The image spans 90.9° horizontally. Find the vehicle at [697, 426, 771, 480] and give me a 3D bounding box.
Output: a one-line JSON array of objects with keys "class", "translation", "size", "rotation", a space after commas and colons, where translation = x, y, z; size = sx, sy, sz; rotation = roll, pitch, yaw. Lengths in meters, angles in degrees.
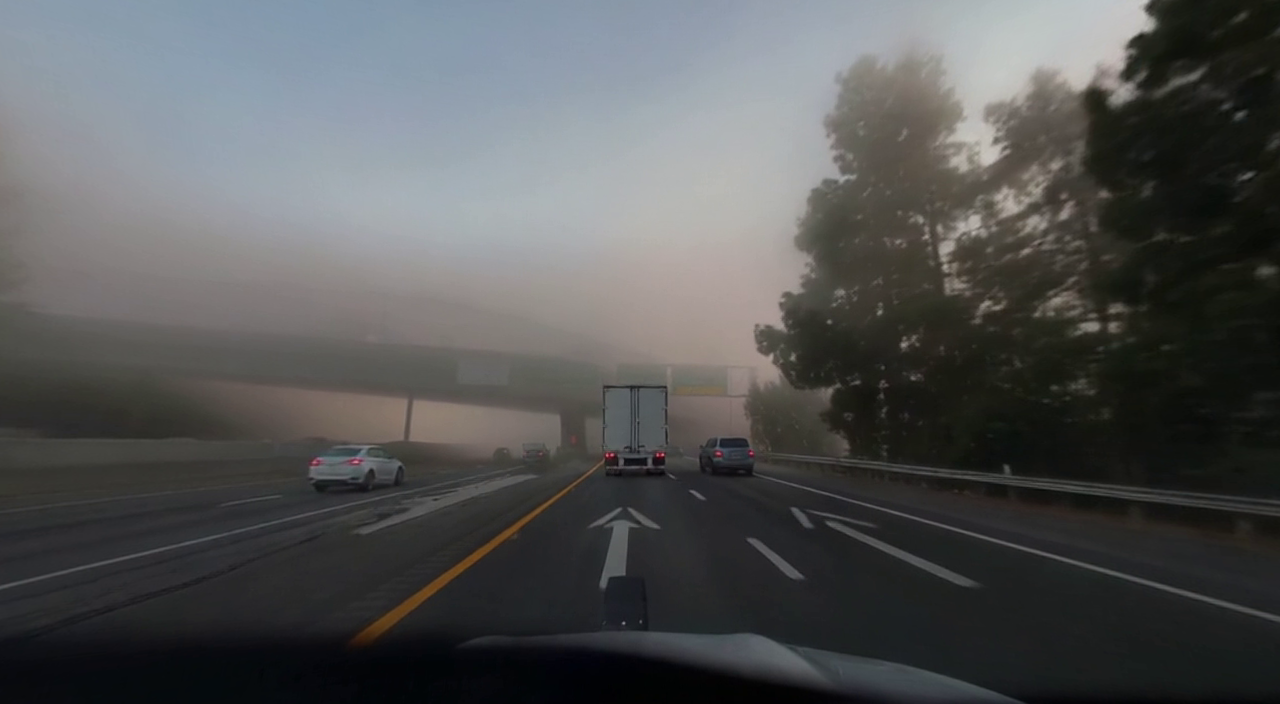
[{"class": "vehicle", "translation": [3.733, 4.127, 26.067], "size": [2.174, 1.968, 5.016], "rotation": [0, -8, -1]}]

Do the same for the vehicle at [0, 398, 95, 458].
[{"class": "vehicle", "translation": [-42.367, 5.295, 43.281], "size": [2.948, 3.750, 7.867], "rotation": [0, -8, -3]}]

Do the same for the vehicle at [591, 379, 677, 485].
[{"class": "vehicle", "translation": [-0.282, 3.460, 26.845], "size": [2.916, 3.584, 10.841], "rotation": [0, -8, -1]}]

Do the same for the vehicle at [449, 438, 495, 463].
[{"class": "vehicle", "translation": [-12.132, 7.135, 45.933], "size": [2.119, 1.747, 5.121], "rotation": [0, -8, -2]}]

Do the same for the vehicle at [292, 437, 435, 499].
[{"class": "vehicle", "translation": [-7.684, 3.243, 18.188], "size": [2.057, 1.506, 4.829], "rotation": [0, -8, -1]}]

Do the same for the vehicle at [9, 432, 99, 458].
[{"class": "vehicle", "translation": [-38.859, 6.168, 41.965], "size": [1.824, 1.623, 4.444], "rotation": [0, -8, -3]}]
